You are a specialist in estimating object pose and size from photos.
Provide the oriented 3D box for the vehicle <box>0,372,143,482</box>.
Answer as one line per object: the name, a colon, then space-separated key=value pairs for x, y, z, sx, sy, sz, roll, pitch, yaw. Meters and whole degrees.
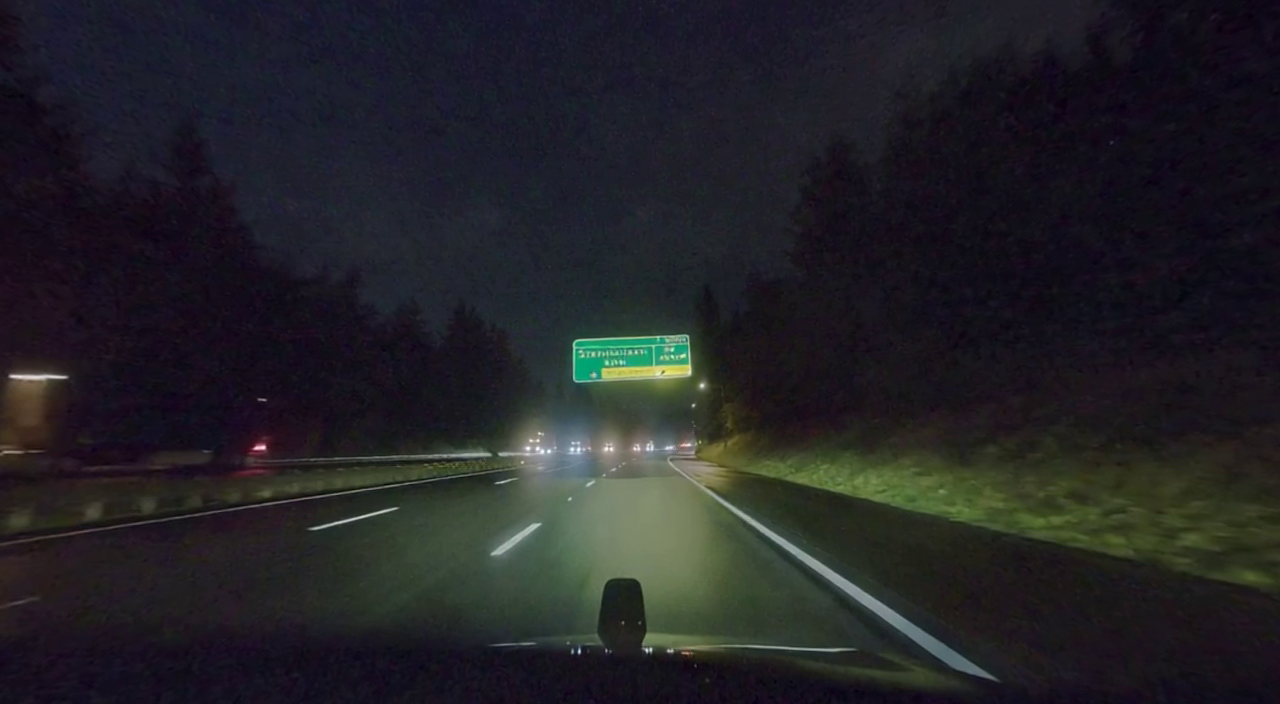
vehicle: x=-22.684 y=2.575 z=21.448 sx=2.969 sy=3.632 sz=10.133 roll=0 pitch=-9 yaw=1

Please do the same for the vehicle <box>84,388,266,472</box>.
vehicle: x=-22.542 y=3.973 z=31.322 sx=2.833 sy=3.669 sz=7.802 roll=0 pitch=-9 yaw=1
